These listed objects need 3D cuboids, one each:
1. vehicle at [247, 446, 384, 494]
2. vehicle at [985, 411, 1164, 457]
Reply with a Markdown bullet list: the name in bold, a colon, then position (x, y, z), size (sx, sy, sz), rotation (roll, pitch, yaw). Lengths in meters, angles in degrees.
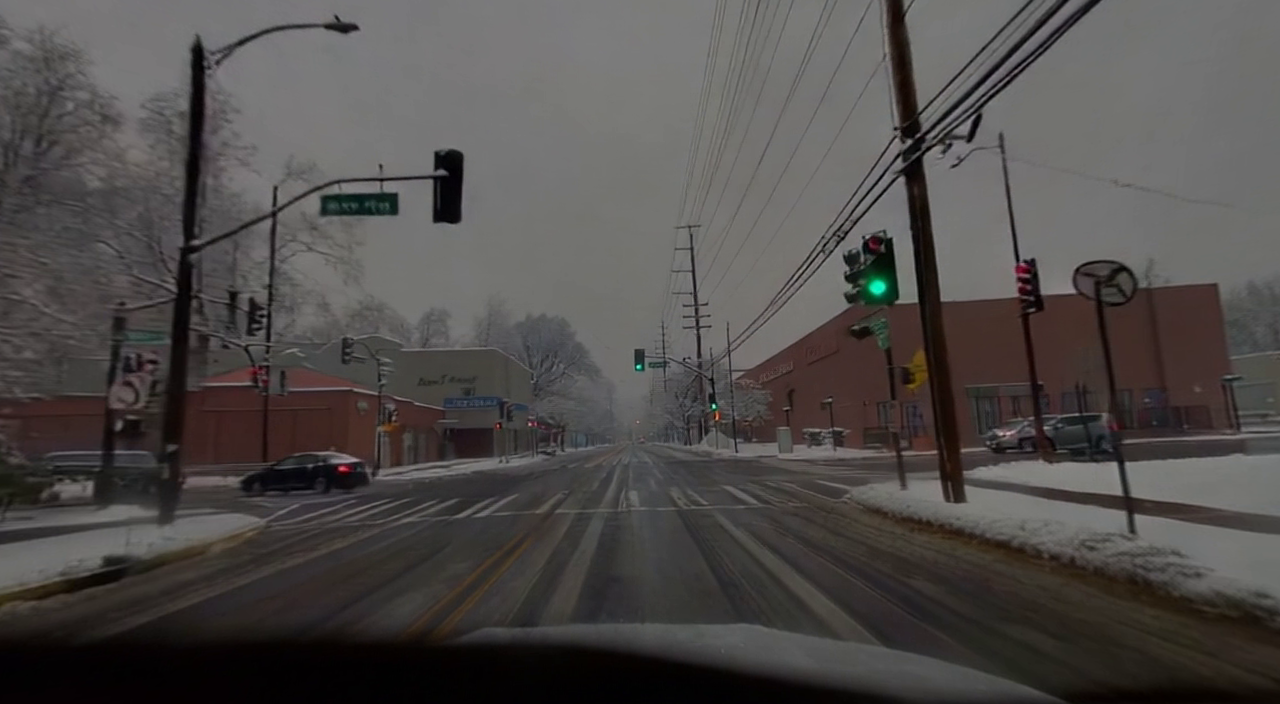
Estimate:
- **vehicle**: position (-12.299, 4.396, 23.958), size (4.624, 1.478, 2.118), rotation (-4, -4, 23)
- **vehicle**: position (14.543, 2.776, 21.335), size (4.632, 1.484, 1.907), rotation (0, -8, -2)
